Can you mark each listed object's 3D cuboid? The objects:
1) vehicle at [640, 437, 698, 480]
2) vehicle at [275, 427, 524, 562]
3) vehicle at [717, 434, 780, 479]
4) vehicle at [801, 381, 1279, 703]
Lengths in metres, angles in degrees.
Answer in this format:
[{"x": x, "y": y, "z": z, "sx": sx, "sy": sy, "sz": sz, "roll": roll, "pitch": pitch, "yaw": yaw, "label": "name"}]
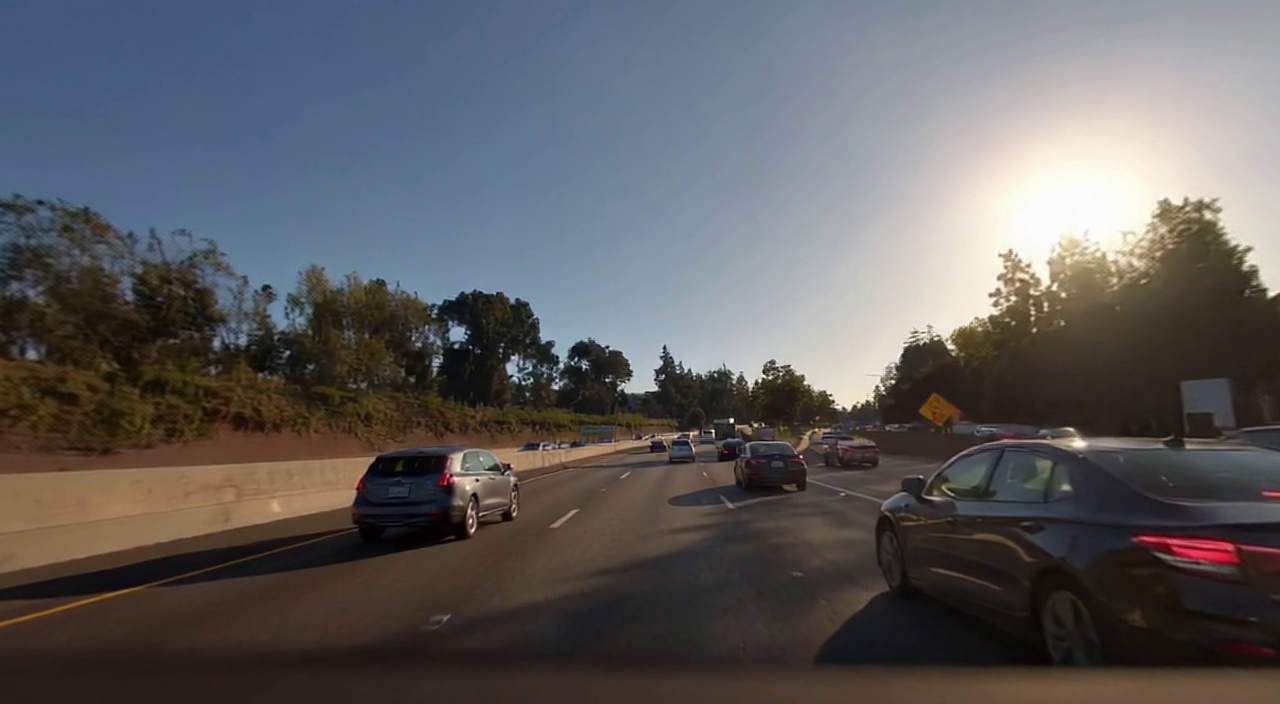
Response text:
[{"x": 1.187, "y": 4.327, "z": 25.792, "sx": 2.201, "sy": 1.614, "sz": 3.803, "roll": -1, "pitch": -9, "yaw": 3, "label": "vehicle"}, {"x": -3.219, "y": 2.007, "z": 9.621, "sx": 1.937, "sy": 1.558, "sz": 4.469, "roll": 0, "pitch": -9, "yaw": 1, "label": "vehicle"}, {"x": 4.391, "y": 4.301, "z": 26.148, "sx": 2.076, "sy": 1.684, "sz": 4.241, "roll": 0, "pitch": -9, "yaw": 3, "label": "vehicle"}, {"x": 2.608, "y": 1.165, "z": 3.907, "sx": 2.009, "sy": 1.489, "sz": 4.559, "roll": 0, "pitch": -9, "yaw": 0, "label": "vehicle"}]
